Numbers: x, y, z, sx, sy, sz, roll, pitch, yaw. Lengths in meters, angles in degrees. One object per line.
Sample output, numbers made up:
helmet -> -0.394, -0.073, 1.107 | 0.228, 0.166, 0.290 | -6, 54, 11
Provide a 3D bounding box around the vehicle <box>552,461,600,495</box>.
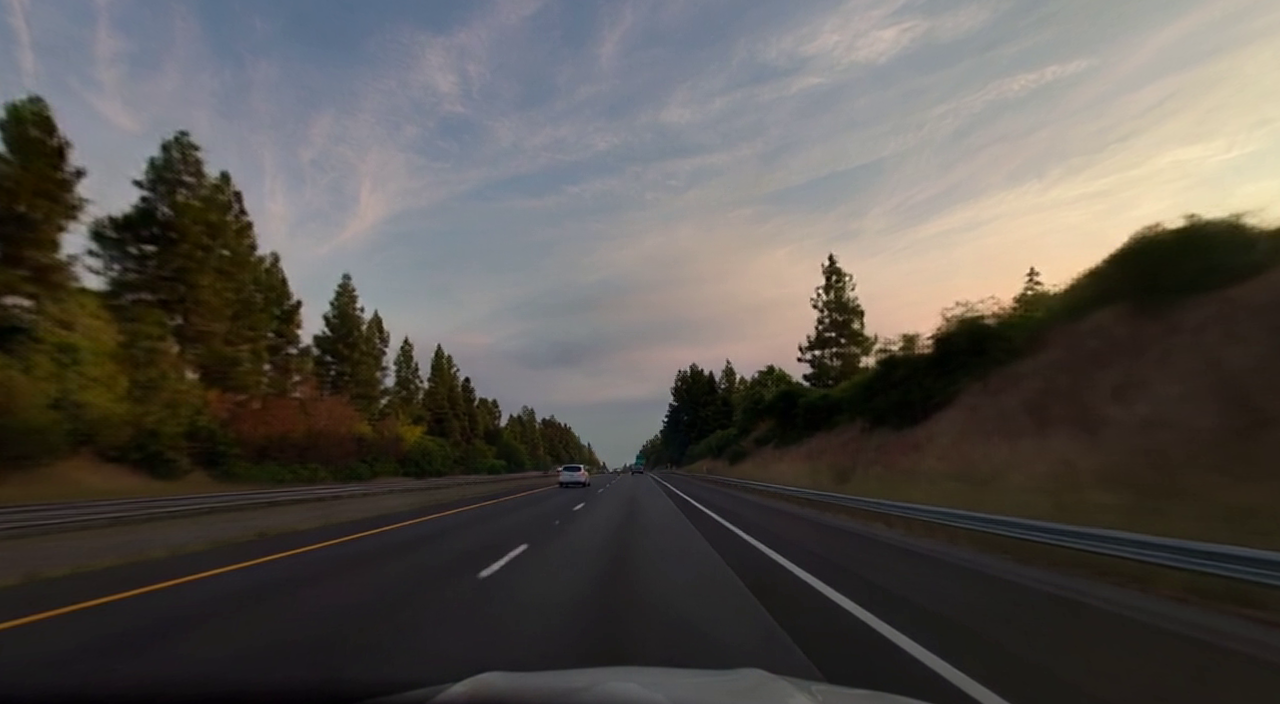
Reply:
vehicle -> -3.155, 6.318, 31.748 | 1.900, 1.550, 4.146 | 1, -11, 1
